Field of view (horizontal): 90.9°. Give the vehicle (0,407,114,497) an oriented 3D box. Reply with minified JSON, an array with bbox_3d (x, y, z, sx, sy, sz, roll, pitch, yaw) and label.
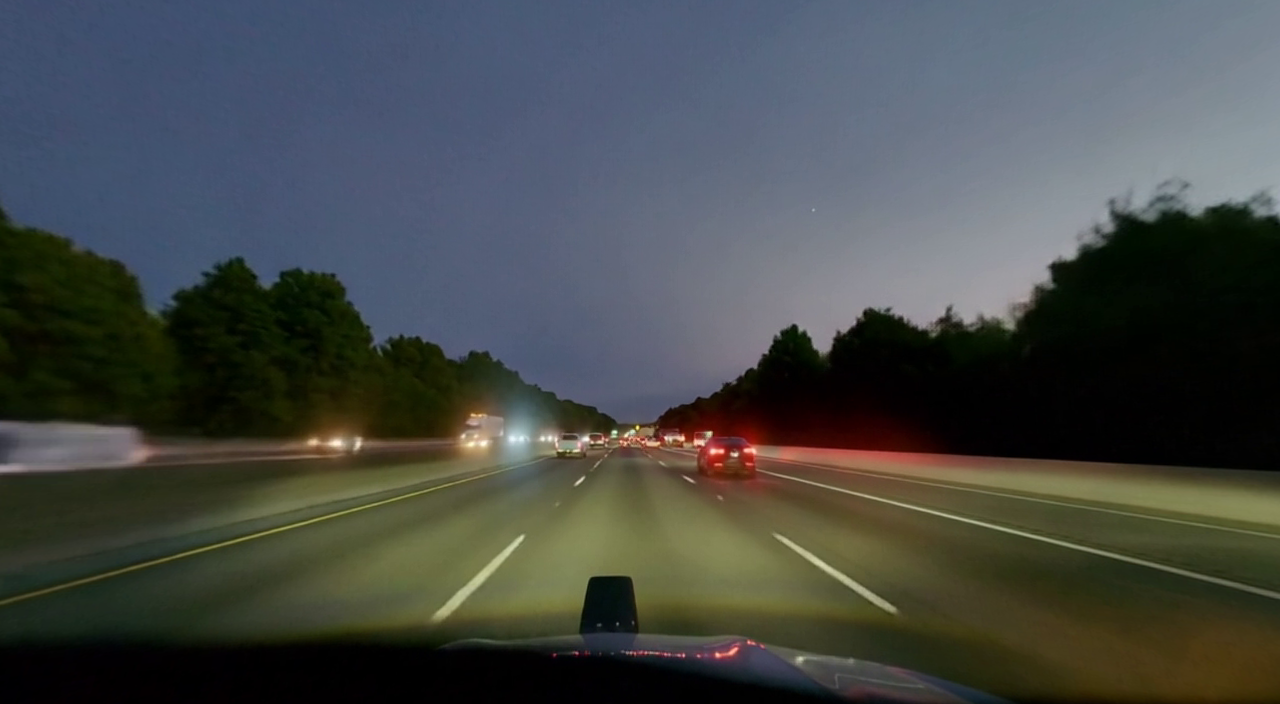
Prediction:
[{"bbox_3d":[-11.779,1.720,10.851,1.888,1.507,4.157,0,-8,-1],"label":"vehicle"}]

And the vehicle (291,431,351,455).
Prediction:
[{"bbox_3d":[-20.621,5.900,40.914,1.837,1.444,4.153,0,-8,-2],"label":"vehicle"}]

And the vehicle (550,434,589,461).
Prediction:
[{"bbox_3d":[-4.401,6.026,40.037,2.011,1.614,4.808,0,-8,-1],"label":"vehicle"}]

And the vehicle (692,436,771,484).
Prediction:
[{"bbox_3d":[3.012,3.624,21.667,1.990,1.480,3.865,0,-8,-2],"label":"vehicle"}]
